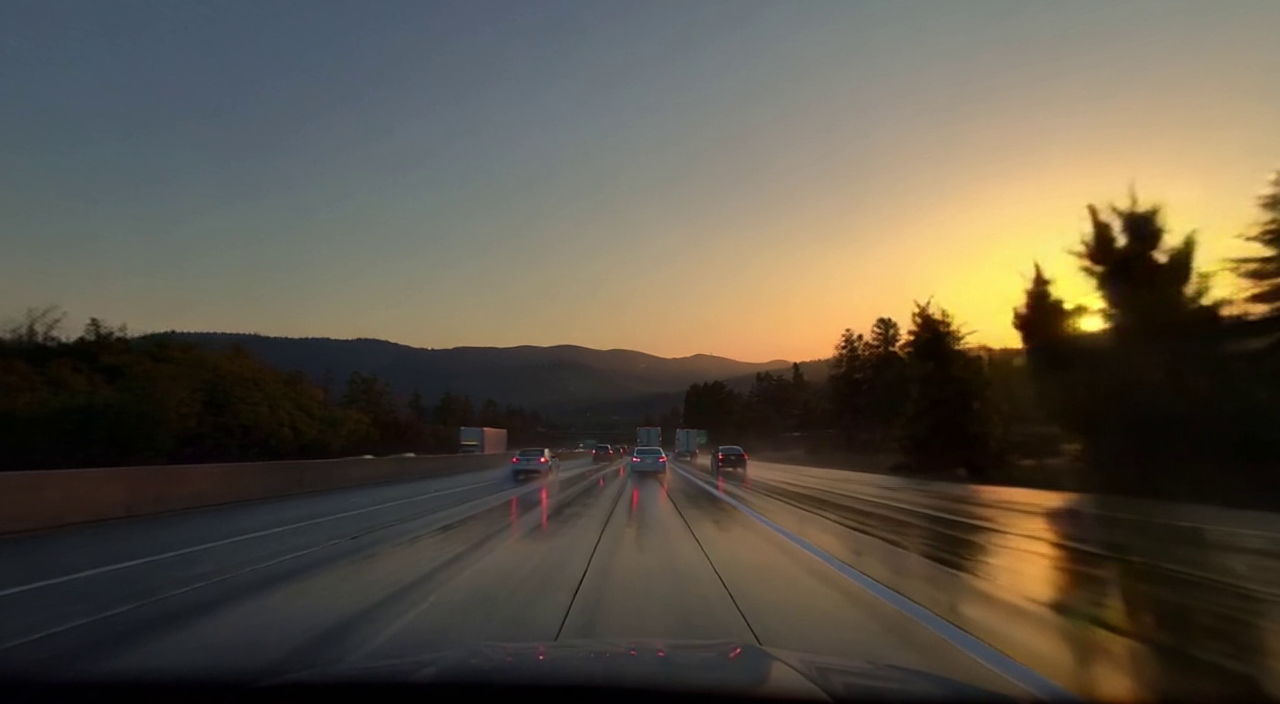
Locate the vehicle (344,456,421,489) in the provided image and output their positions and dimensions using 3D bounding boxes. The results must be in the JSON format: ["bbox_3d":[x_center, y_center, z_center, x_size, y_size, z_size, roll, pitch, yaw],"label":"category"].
[{"bbox_3d":[-12.695,5.948,31.232,1.923,1.488,4.501,0,-9,1],"label":"vehicle"}]

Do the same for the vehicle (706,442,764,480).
[{"bbox_3d":[4.402,5.113,29.596,2.018,1.639,4.149,0,-9,-1],"label":"vehicle"}]

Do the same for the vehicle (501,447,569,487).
[{"bbox_3d":[-4.206,4.689,25.829,1.967,1.473,4.439,0,-9,1],"label":"vehicle"}]

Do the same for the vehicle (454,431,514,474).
[{"bbox_3d":[-12.176,7.923,49.692,2.653,3.121,6.846,-1,-9,3],"label":"vehicle"}]

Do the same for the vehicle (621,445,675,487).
[{"bbox_3d":[0.287,4.604,25.664,2.015,1.526,4.286,0,-9,0],"label":"vehicle"}]
